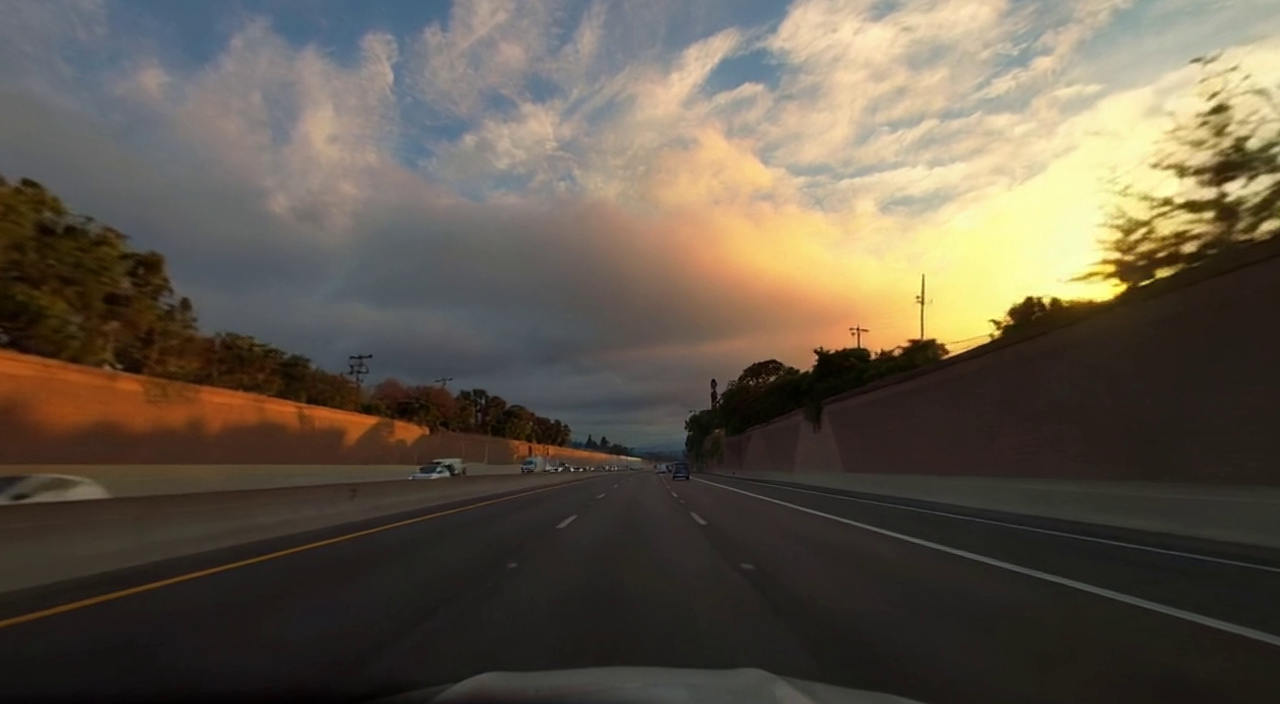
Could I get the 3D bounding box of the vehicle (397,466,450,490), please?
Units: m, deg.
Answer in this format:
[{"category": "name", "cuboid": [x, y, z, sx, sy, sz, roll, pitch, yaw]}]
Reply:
[{"category": "vehicle", "cuboid": [-14.429, 8.412, 42.305, 1.795, 1.496, 4.754, 1, -10, 1]}]
